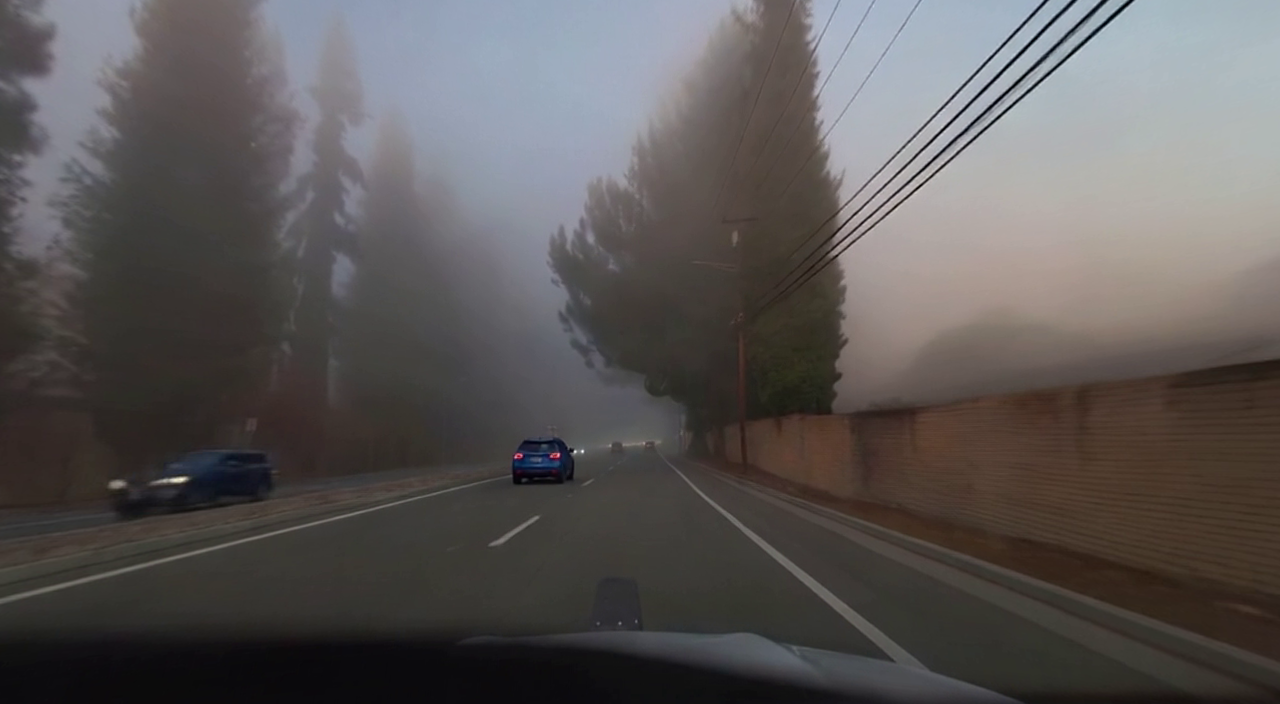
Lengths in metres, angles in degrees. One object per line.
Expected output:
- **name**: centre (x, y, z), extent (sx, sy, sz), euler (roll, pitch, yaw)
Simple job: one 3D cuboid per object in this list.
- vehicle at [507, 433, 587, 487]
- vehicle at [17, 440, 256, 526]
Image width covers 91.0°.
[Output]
- **vehicle**: centre (-3.259, 3.904, 23.085), extent (2.147, 1.730, 4.555), euler (0, -8, 1)
- **vehicle**: centre (-11.740, 3.026, 15.231), extent (2.006, 1.731, 4.512), euler (0, -8, 0)
